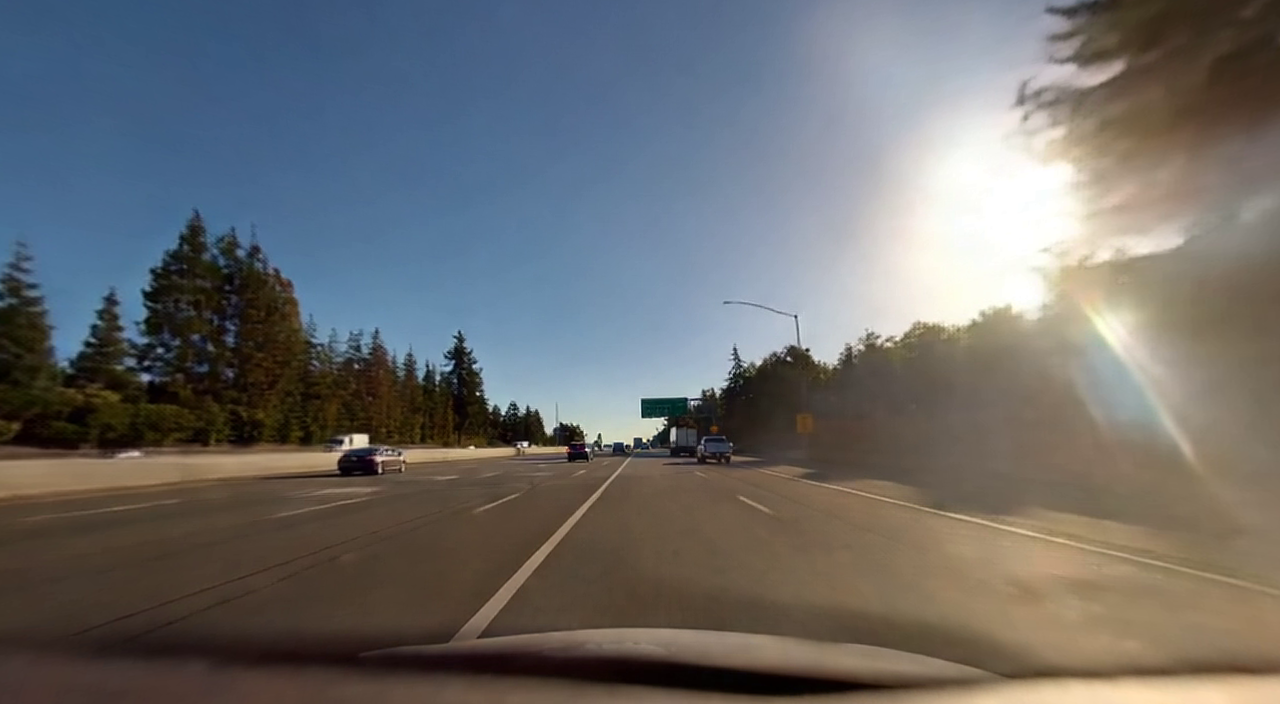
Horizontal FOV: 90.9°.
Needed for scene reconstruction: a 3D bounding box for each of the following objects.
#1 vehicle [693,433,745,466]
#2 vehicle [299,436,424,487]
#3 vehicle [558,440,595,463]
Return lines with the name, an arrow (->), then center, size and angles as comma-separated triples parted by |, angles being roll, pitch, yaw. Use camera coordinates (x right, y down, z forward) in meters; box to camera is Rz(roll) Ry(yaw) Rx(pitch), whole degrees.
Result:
vehicle -> 4.906, 6.196, 40.348 | 2.355, 1.930, 6.633 | 0, -8, -1
vehicle -> -8.975, 3.551, 20.840 | 1.899, 1.465, 4.589 | 0, -8, 2
vehicle -> -4.282, 6.795, 43.094 | 1.981, 1.473, 4.317 | 0, -8, 2
